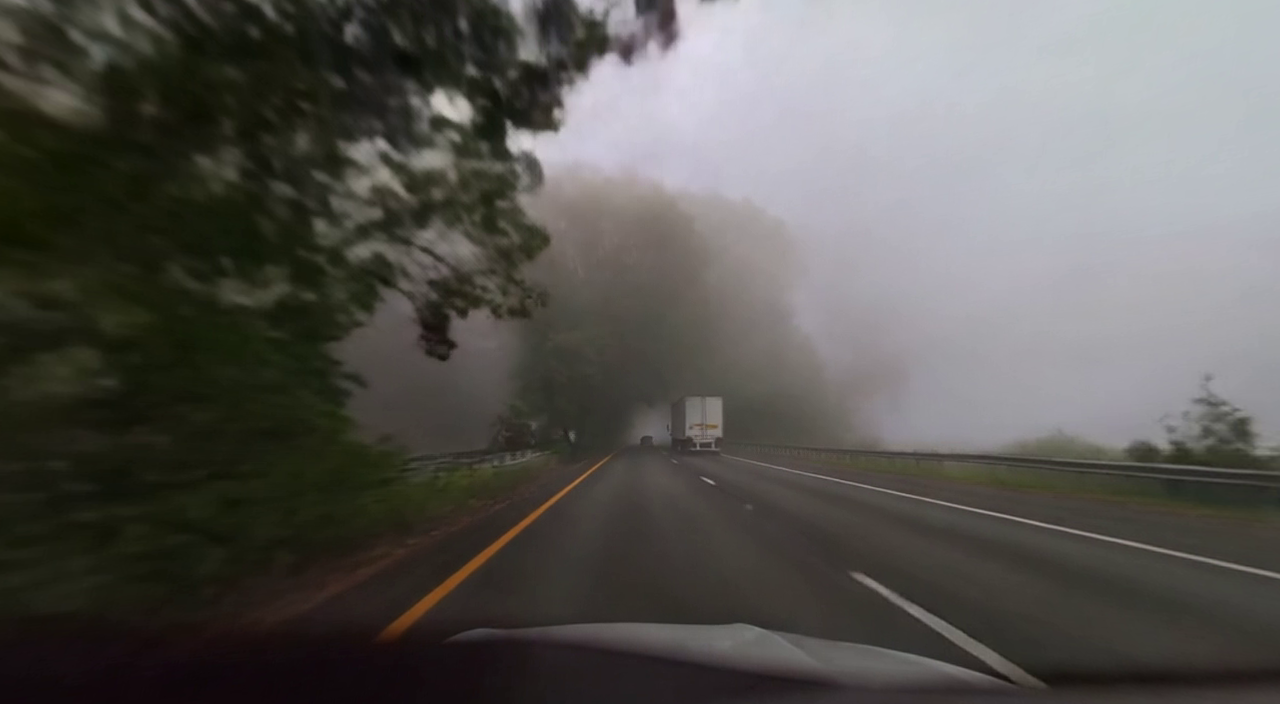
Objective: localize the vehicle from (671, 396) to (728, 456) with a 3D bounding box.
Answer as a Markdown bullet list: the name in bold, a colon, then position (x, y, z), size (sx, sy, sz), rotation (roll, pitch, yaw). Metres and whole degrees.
- **vehicle**: position (4.315, 5.871, 49.110), size (2.951, 4.007, 13.976), rotation (0, -8, 0)
